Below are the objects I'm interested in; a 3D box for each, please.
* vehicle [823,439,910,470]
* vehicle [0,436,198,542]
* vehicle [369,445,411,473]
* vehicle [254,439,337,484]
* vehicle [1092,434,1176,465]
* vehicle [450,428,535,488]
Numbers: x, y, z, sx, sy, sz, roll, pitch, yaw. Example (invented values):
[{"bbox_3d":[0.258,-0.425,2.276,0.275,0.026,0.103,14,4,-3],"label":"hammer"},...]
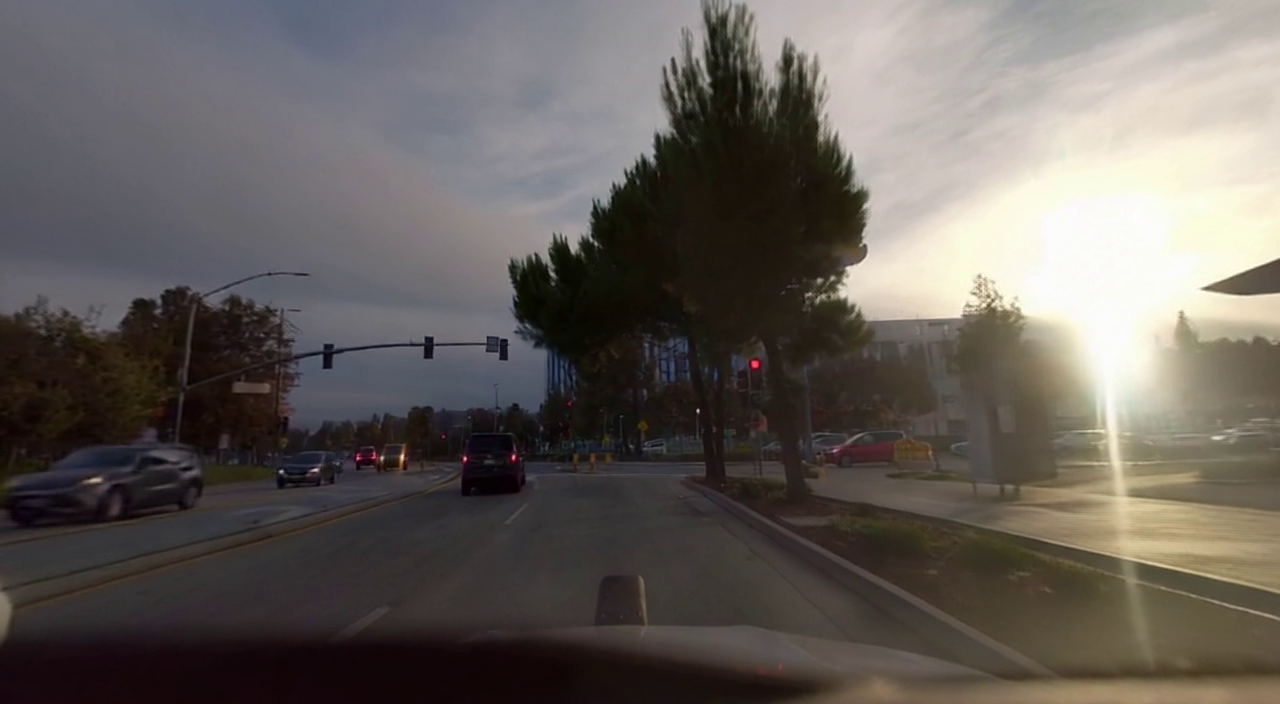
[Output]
[{"bbox_3d":[13.935,6.326,39.050,4.857,1.803,2.147,-3,-9,19],"label":"vehicle"},{"bbox_3d":[-10.819,2.472,11.977,1.925,1.631,4.250,0,-9,-3],"label":"vehicle"},{"bbox_3d":[-17.218,7.351,43.556,2.433,1.784,4.681,3,-10,-21],"label":"vehicle"},{"bbox_3d":[-18.797,5.991,34.877,2.555,2.199,5.958,2,-9,-14],"label":"vehicle"},{"bbox_3d":[34.333,6.781,43.980,4.439,1.764,2.259,5,-8,-13],"label":"vehicle"},{"bbox_3d":[-4.973,3.667,22.021,2.134,1.799,5.082,0,-9,-5],"label":"vehicle"}]
